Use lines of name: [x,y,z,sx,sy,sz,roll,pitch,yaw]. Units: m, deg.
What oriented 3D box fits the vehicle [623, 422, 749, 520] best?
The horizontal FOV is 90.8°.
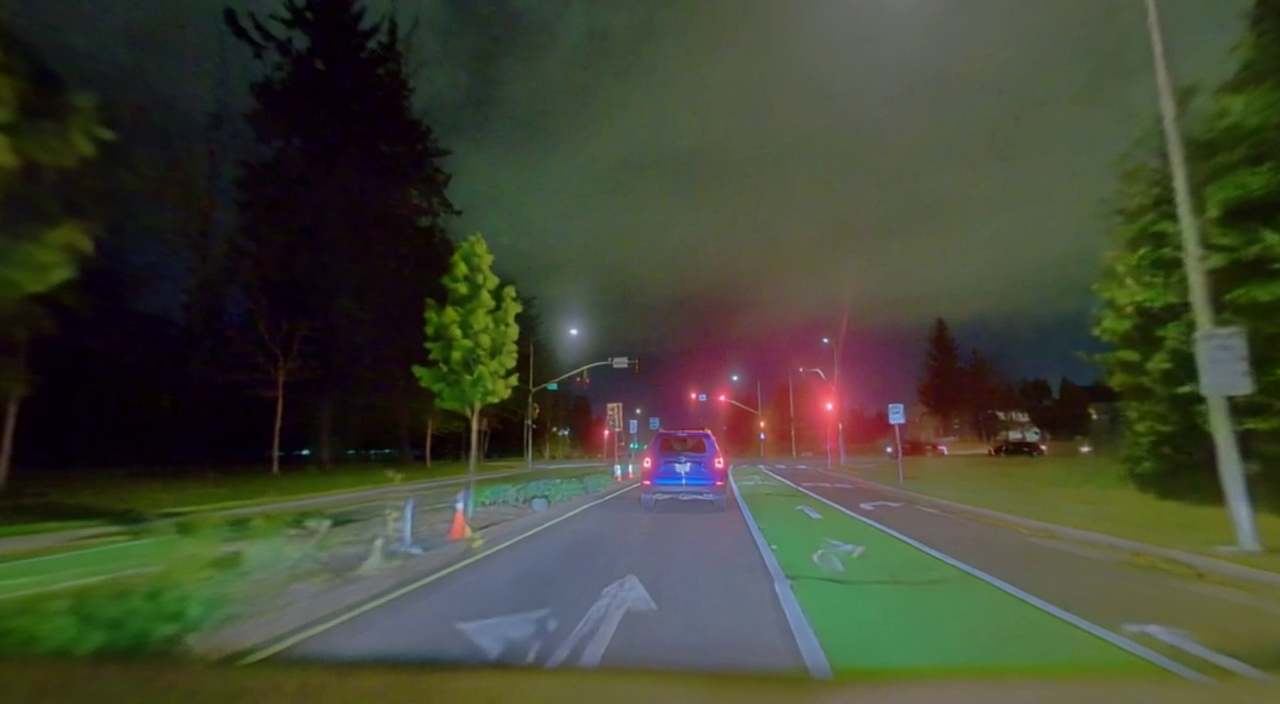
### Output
vehicle: [1.086,2.558,14.141,2.339,1.790,4.629,-1,-9,6]
